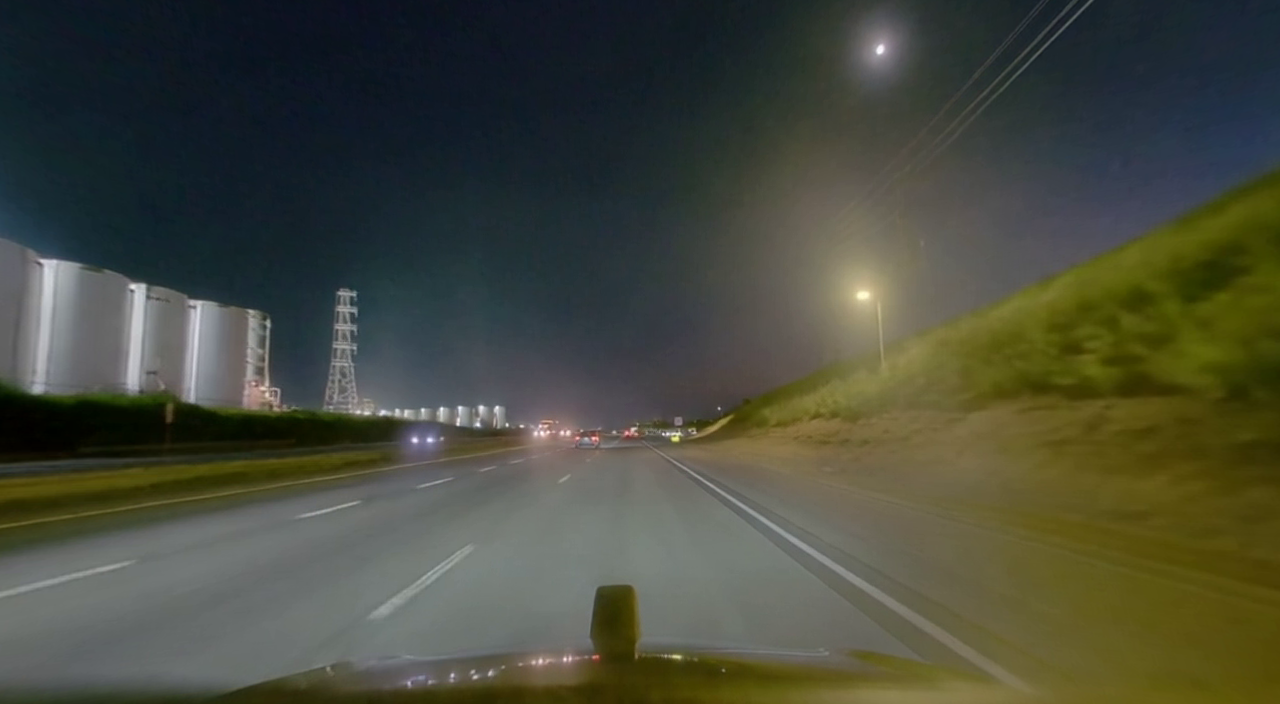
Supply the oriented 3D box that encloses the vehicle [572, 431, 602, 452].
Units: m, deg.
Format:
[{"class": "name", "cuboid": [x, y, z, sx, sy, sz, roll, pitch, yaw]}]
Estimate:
[{"class": "vehicle", "cuboid": [-3.987, 6.770, 47.754, 1.952, 1.462, 3.969, 0, -7, -1]}]
